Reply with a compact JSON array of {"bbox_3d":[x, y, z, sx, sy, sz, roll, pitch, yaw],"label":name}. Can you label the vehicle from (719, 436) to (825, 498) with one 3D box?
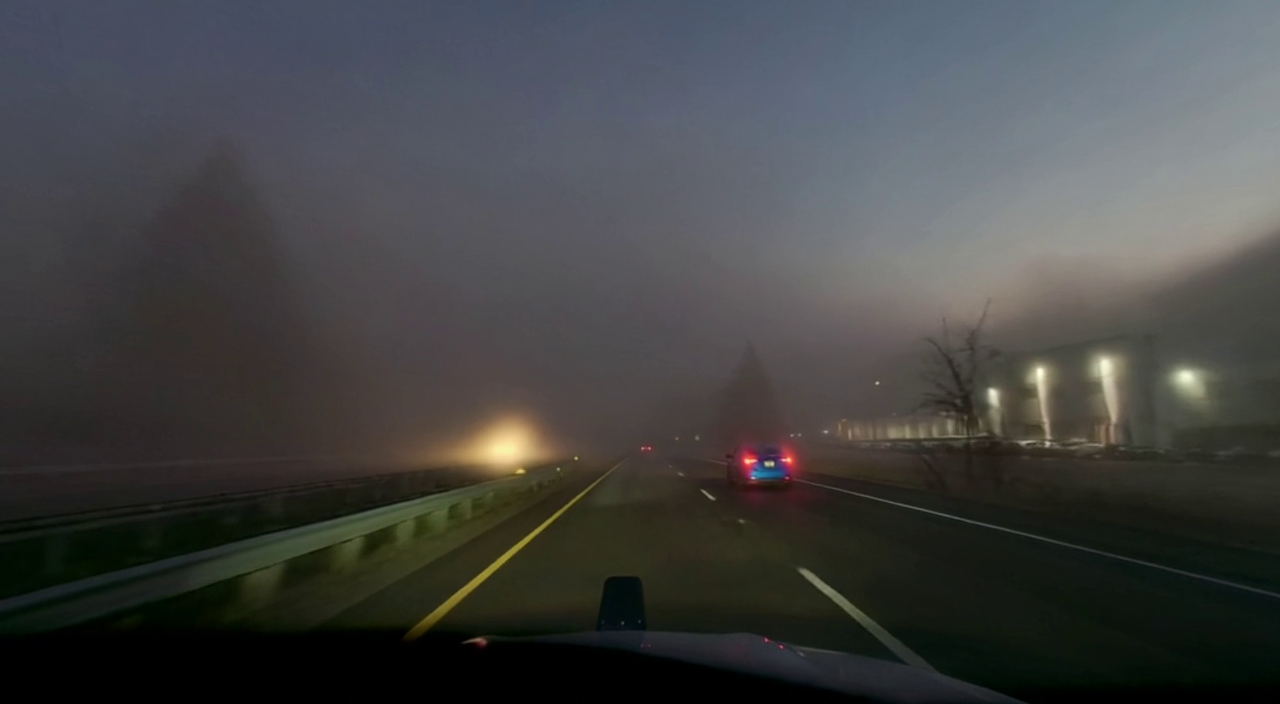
[{"bbox_3d":[3.586,3.201,17.847,2.079,1.531,3.997,0,-8,-1],"label":"vehicle"}]
